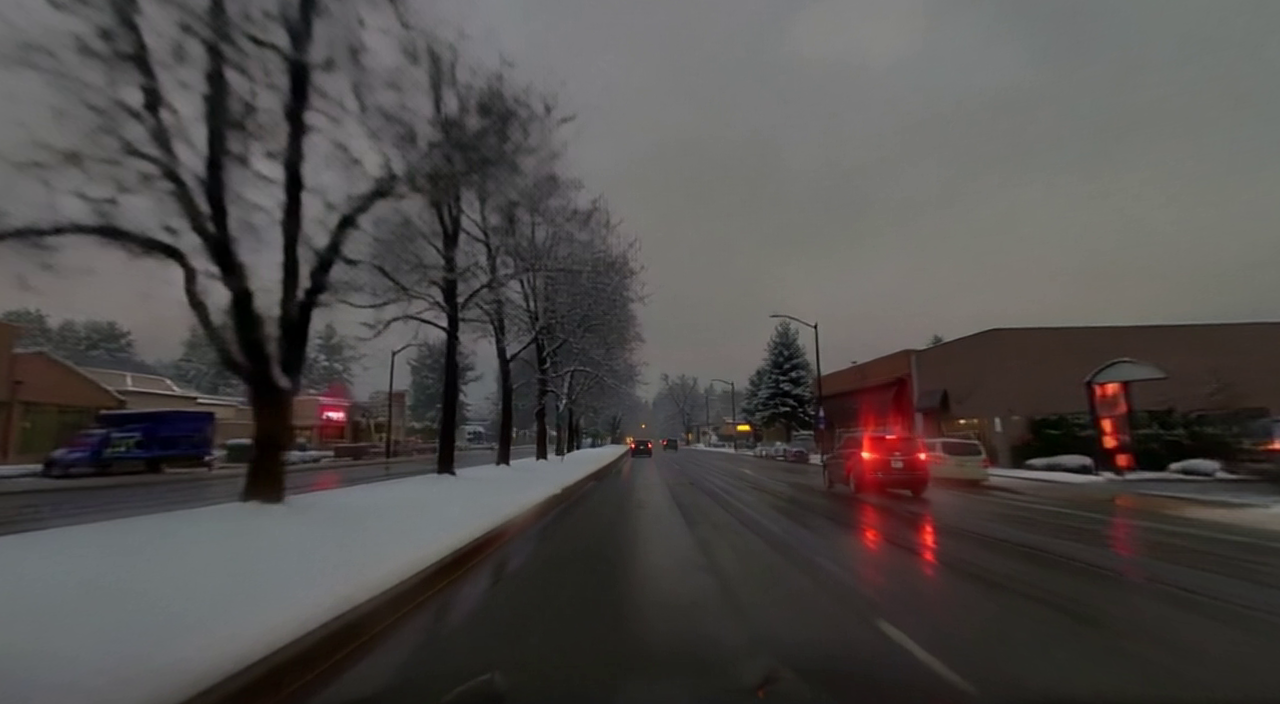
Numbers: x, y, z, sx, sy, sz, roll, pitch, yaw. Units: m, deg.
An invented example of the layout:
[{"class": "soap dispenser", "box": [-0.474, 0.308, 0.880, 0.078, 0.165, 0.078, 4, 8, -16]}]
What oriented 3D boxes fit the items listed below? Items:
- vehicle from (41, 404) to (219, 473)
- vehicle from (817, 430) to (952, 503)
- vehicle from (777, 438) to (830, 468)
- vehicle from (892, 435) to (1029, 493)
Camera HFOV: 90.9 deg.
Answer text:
[{"class": "vehicle", "box": [-25.946, 4.453, 32.354, 6.540, 3.375, 2.751, 0, -8, 0]}, {"class": "vehicle", "box": [6.168, 2.923, 16.460, 2.072, 1.669, 3.836, 0, -8, 2]}, {"class": "vehicle", "box": [10.678, 6.625, 41.559, 2.096, 1.780, 5.128, 0, -8, 0]}, {"class": "vehicle", "box": [10.761, 3.767, 21.674, 2.244, 1.754, 4.791, 0, -8, 1]}]
